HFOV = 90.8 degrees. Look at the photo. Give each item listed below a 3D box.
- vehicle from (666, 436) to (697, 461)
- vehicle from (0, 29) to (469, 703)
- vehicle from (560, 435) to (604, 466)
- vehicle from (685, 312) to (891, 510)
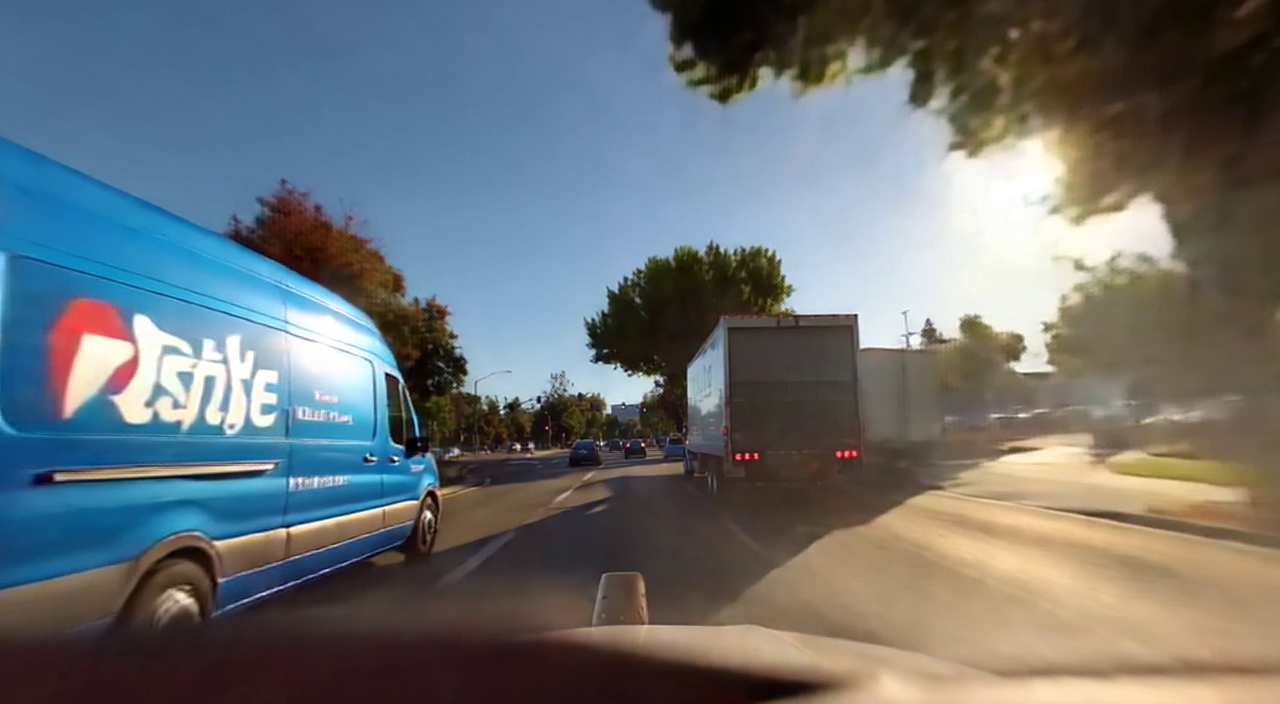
[{"bbox_3d":[2.831,6.729,43.894,1.869,1.616,4.346,0,-9,0],"label":"vehicle"},{"bbox_3d":[-3.464,0.622,4.684,2.443,2.784,6.493,0,-9,1],"label":"vehicle"},{"bbox_3d":[-3.618,6.277,40.321,2.356,1.766,5.674,0,-9,-1],"label":"vehicle"},{"bbox_3d":[2.960,1.757,16.215,2.861,3.525,9.858,0,-9,0],"label":"vehicle"}]
